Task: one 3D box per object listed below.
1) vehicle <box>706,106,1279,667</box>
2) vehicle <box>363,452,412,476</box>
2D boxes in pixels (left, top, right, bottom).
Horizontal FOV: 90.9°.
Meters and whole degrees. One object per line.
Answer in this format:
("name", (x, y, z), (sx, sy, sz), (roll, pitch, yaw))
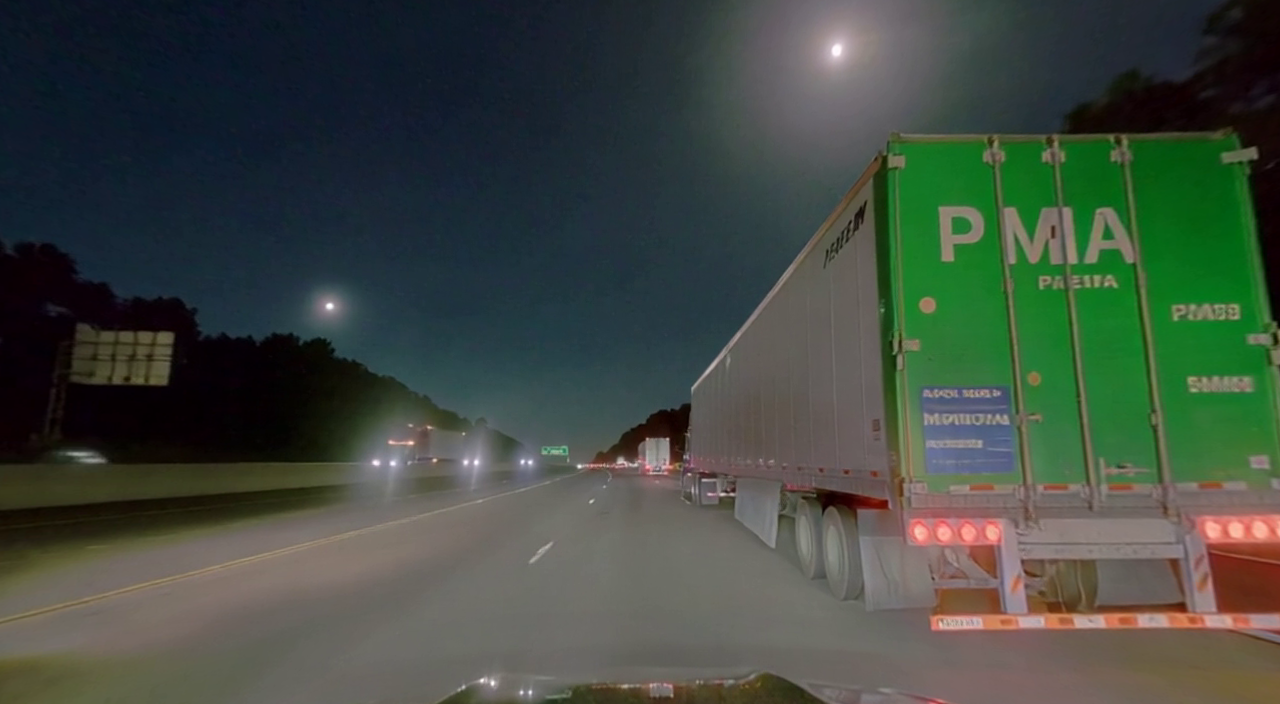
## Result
("vehicle", (3.463, 1.367, 11.443), (2.856, 4.040, 14.009), (1, -10, -1))
("vehicle", (-17.265, 7.683, 43.223), (1.811, 1.511, 3.773), (1, -10, -1))
